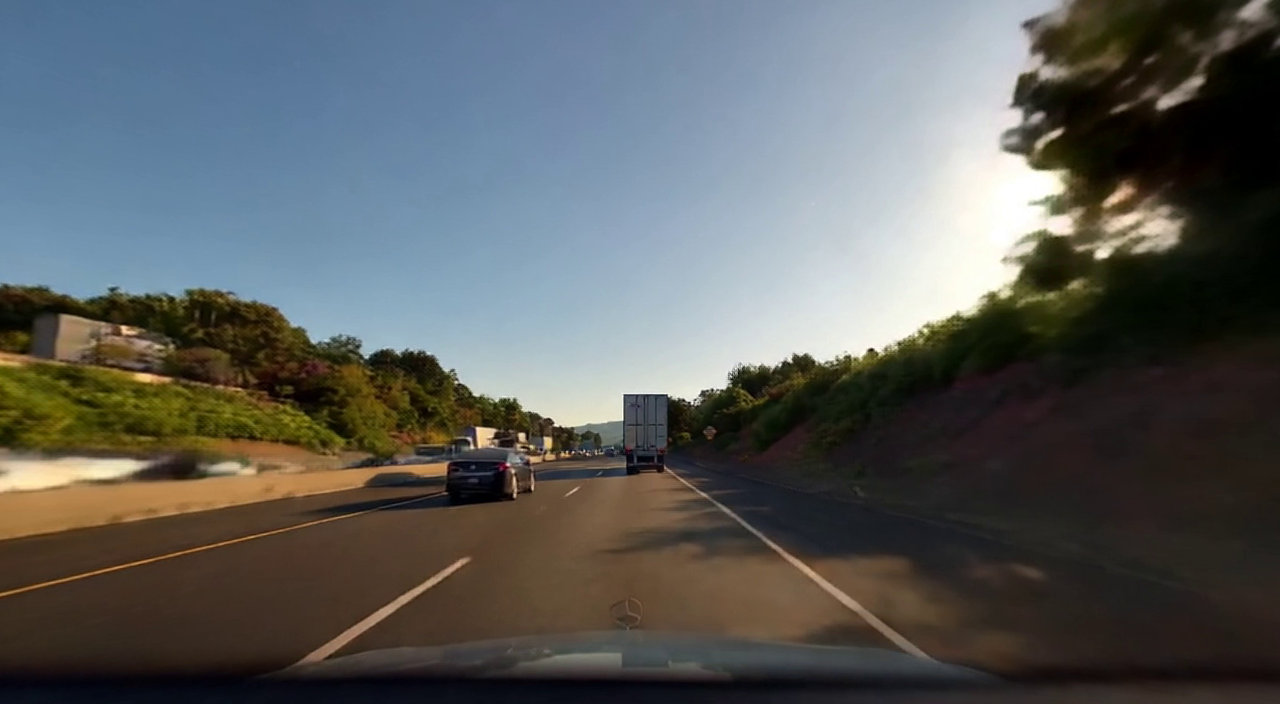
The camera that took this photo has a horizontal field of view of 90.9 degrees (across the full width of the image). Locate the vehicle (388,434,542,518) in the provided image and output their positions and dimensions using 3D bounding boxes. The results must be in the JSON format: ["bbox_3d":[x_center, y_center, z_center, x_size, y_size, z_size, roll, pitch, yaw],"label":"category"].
[{"bbox_3d":[-3.680,2.735,14.368,2.074,1.546,4.946,0,-9,0],"label":"vehicle"}]

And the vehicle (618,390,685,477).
[{"bbox_3d":[0.429,4.375,32.738,2.959,3.828,9.617,0,-9,-1],"label":"vehicle"}]
